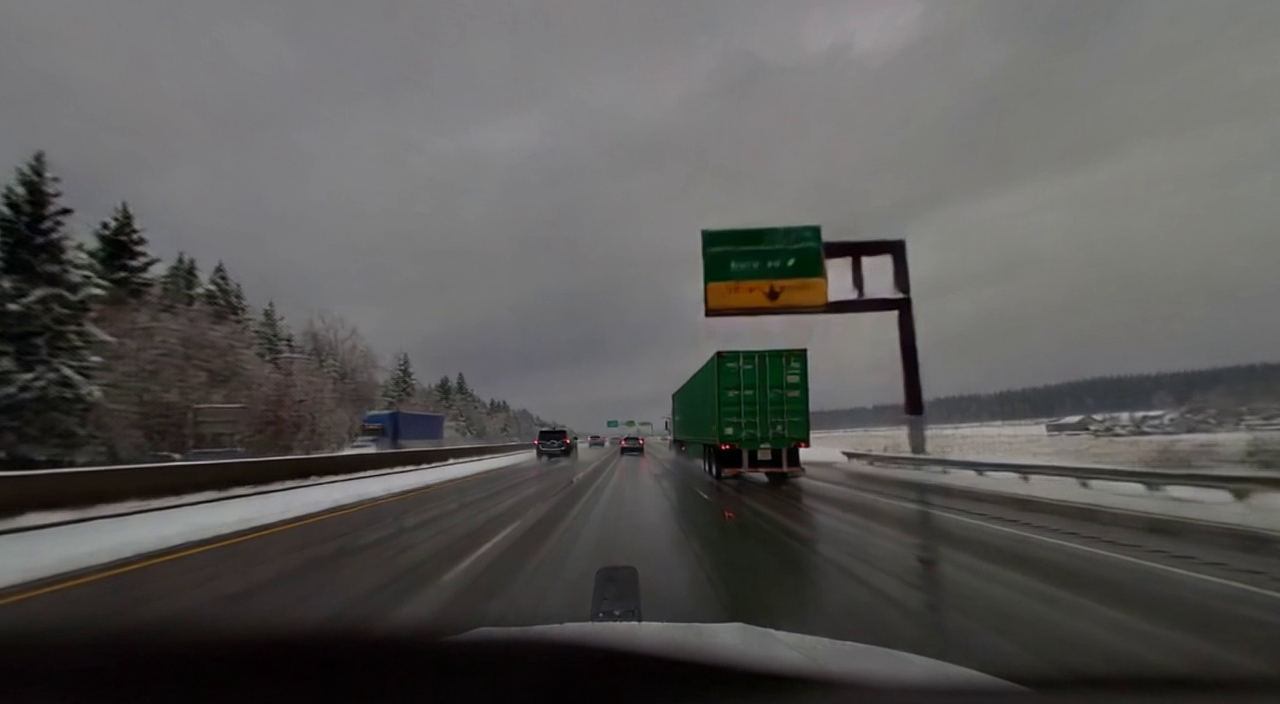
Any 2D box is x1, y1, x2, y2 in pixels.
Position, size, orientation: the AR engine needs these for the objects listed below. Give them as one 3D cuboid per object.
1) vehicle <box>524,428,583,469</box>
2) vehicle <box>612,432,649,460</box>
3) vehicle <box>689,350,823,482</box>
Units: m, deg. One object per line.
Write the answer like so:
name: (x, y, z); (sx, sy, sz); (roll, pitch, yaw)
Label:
vehicle: (-3.754, 4.277, 28.105); (2.054, 1.671, 4.445); (0, -8, 0)
vehicle: (-0.601, 5.654, 37.817); (2.088, 1.567, 4.240); (0, -8, -1)
vehicle: (3.691, 2.386, 22.321); (2.883, 3.836, 7.894); (0, -8, -3)
